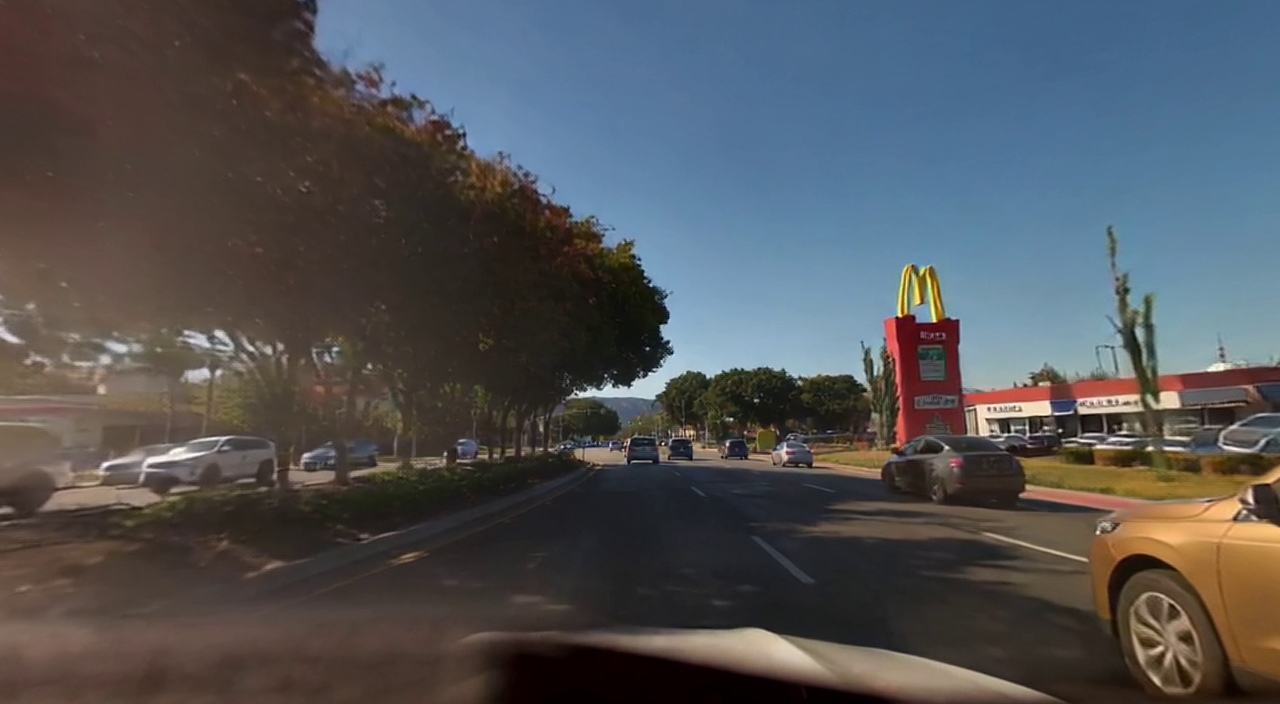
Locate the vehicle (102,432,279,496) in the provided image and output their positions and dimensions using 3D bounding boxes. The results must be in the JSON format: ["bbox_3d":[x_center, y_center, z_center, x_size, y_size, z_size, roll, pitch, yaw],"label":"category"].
[{"bbox_3d":[-14.314,3.582,20.605,2.242,1.836,4.811,0,-8,-1],"label":"vehicle"}]

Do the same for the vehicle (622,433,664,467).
[{"bbox_3d":[0.182,5.950,38.586,2.402,1.938,4.535,0,-8,0],"label":"vehicle"}]

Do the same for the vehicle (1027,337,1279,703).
[{"bbox_3d":[3.526,0.711,1.783,2.076,1.716,4.416,0,-8,1],"label":"vehicle"}]

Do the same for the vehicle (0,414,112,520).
[{"bbox_3d":[-13.903,2.130,11.531,2.762,2.050,6.588,0,-8,1],"label":"vehicle"}]

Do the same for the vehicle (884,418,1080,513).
[{"bbox_3d":[7.380,2.489,14.277,1.977,1.786,4.344,0,-8,0],"label":"vehicle"}]

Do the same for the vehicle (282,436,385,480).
[{"bbox_3d":[-13.993,4.836,29.252,2.159,1.836,5.038,0,-8,1],"label":"vehicle"}]

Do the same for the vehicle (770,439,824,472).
[{"bbox_3d":[7.768,5.171,31.652,1.879,1.517,4.006,0,-8,3],"label":"vehicle"}]
